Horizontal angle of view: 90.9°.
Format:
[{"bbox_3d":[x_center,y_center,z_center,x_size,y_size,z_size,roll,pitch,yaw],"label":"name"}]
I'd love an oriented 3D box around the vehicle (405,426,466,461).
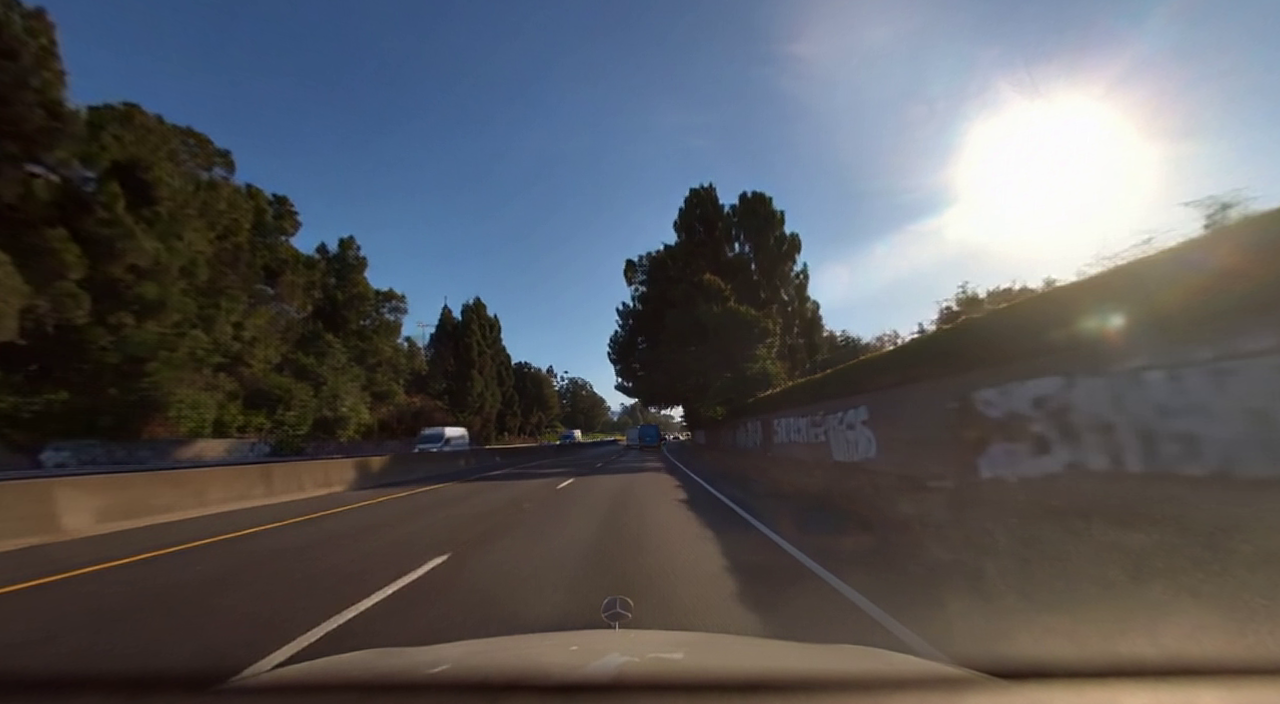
[{"bbox_3d":[-14.146,6.358,43.921,2.452,2.234,5.008,-1,-8,2],"label":"vehicle"}]
